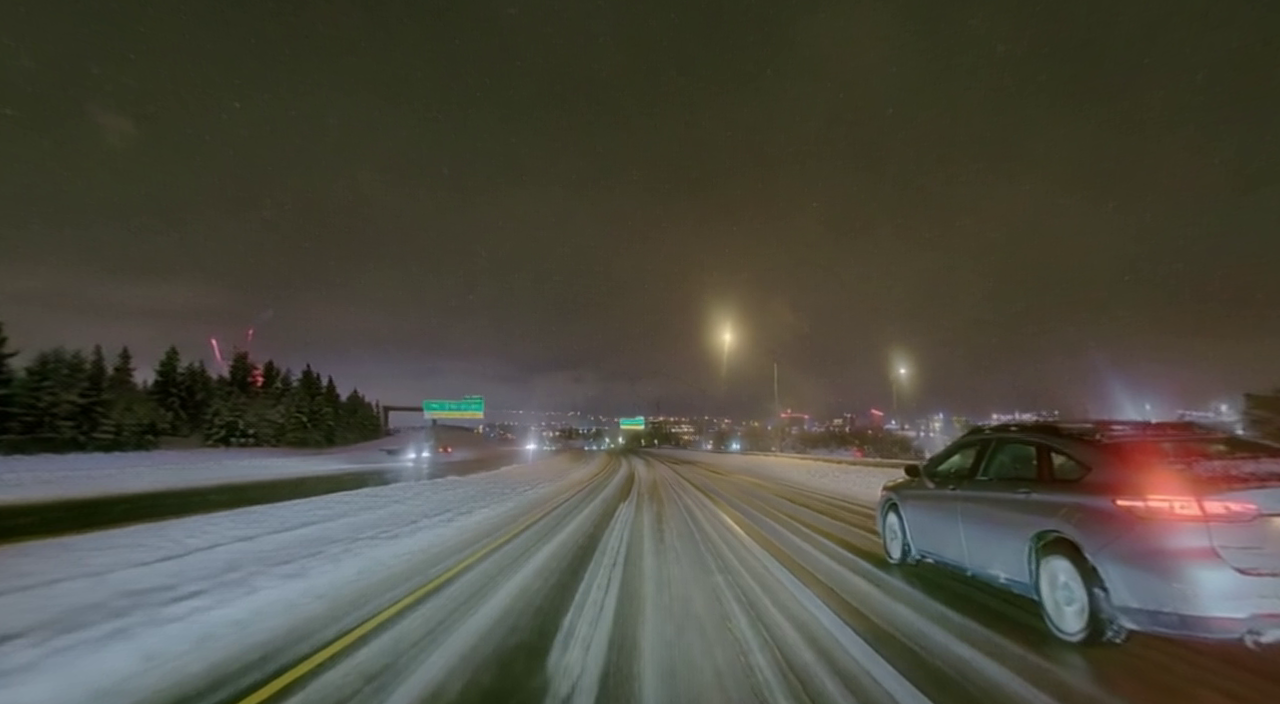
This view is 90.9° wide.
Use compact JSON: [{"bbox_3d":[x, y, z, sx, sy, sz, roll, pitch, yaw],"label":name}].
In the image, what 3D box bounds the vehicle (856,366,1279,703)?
[{"bbox_3d":[3.486,1.182,4.674,2.104,1.575,4.698,0,-9,0],"label":"vehicle"}]
